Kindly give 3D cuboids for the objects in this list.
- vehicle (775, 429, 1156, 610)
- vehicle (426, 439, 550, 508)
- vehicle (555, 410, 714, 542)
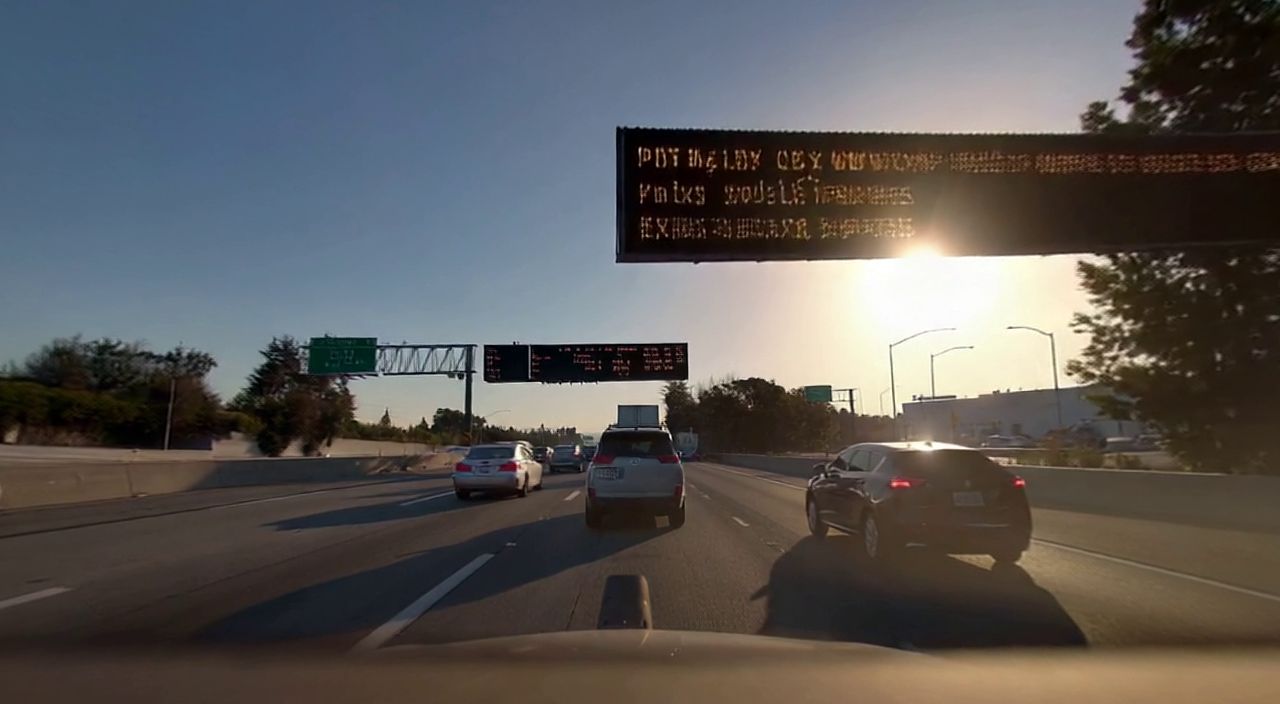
[{"bbox_3d":[3.186,1.721,7.516,2.018,1.470,4.491,0,-9,-2],"label":"vehicle"},{"bbox_3d":[-3.603,2.955,15.797,2.005,1.458,4.143,0,-9,1],"label":"vehicle"},{"bbox_3d":[-0.083,1.995,10.631,2.152,1.779,3.924,0,-9,0],"label":"vehicle"}]
